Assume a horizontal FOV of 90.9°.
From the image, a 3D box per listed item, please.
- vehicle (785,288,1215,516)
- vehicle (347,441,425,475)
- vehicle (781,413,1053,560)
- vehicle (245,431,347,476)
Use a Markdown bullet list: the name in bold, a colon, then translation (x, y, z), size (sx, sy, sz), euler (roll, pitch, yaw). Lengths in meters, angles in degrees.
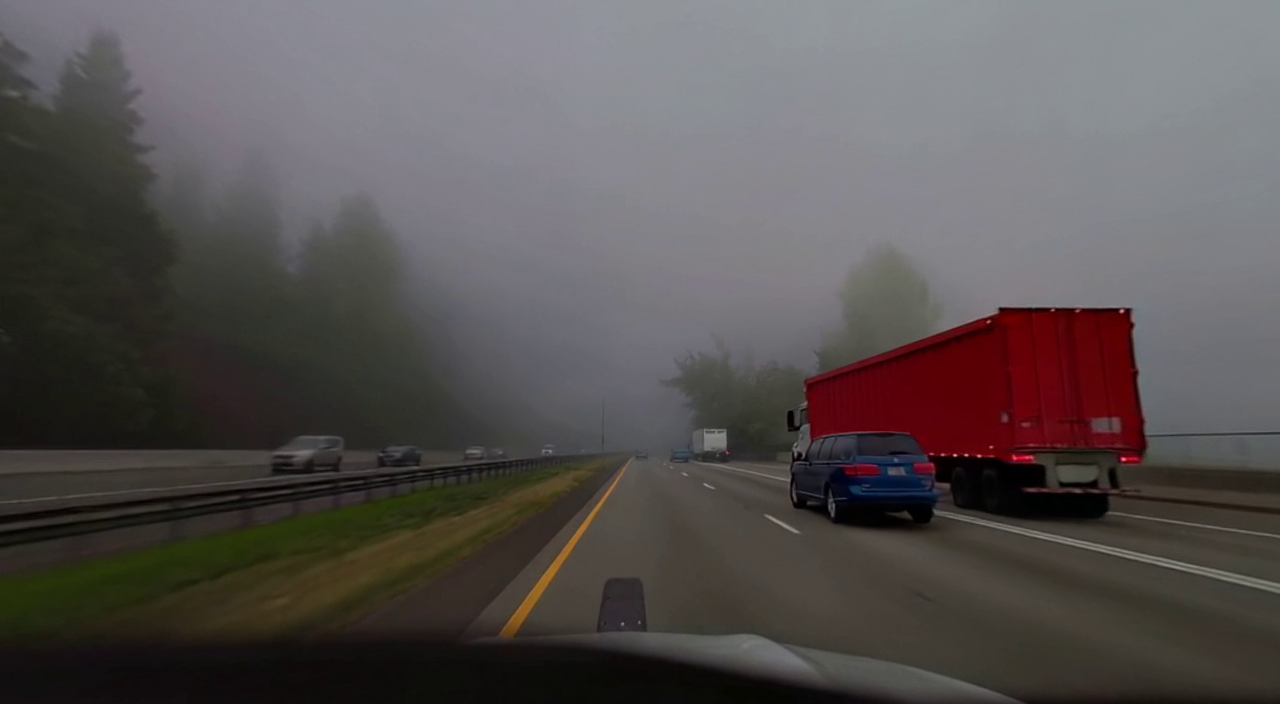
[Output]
- **vehicle**: translation (8.164, 2.118, 19.428), size (3.441, 4.016, 16.812), euler (0, -9, 0)
- **vehicle**: translation (-11.907, 5.001, 29.883), size (1.881, 1.505, 4.448), euler (0, -9, 0)
- **vehicle**: translation (3.638, 1.859, 9.318), size (2.022, 1.658, 4.132), euler (0, -9, -2)
- **vehicle**: translation (-16.452, 4.908, 30.540), size (2.104, 1.995, 5.069), euler (0, -9, -1)
